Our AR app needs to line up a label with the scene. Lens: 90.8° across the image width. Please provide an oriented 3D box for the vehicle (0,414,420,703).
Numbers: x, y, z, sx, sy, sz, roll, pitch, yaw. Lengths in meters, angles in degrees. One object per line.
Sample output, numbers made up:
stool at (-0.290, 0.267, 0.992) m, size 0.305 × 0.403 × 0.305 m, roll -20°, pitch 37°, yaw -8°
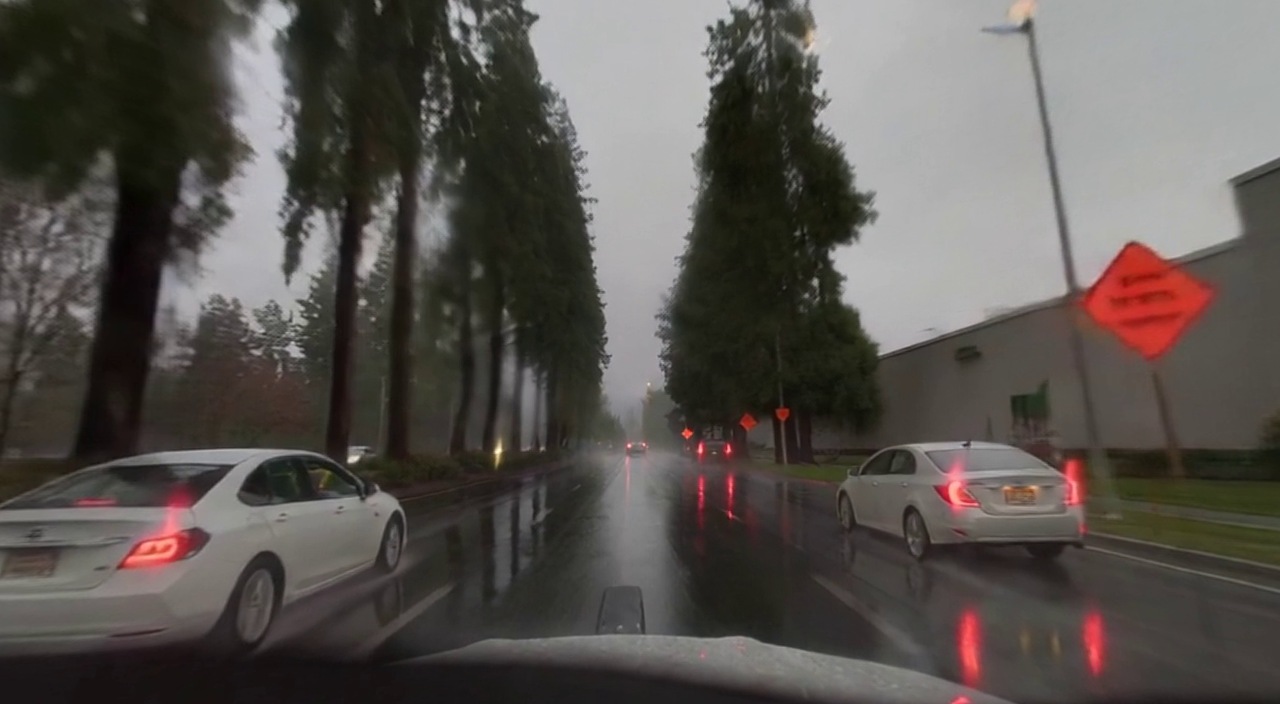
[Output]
vehicle at (-3.464, 1.345, 5.004) m, size 2.020 × 1.474 × 4.098 m, roll 0°, pitch -9°, yaw -1°

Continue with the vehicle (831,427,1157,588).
vehicle at (3.924, 1.755, 7.897) m, size 1.827 × 1.491 × 3.743 m, roll 0°, pitch -9°, yaw -1°

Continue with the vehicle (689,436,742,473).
vehicle at (3.974, 5.519, 34.141) m, size 2.159 × 1.793 × 4.735 m, roll 0°, pitch -9°, yaw -1°
